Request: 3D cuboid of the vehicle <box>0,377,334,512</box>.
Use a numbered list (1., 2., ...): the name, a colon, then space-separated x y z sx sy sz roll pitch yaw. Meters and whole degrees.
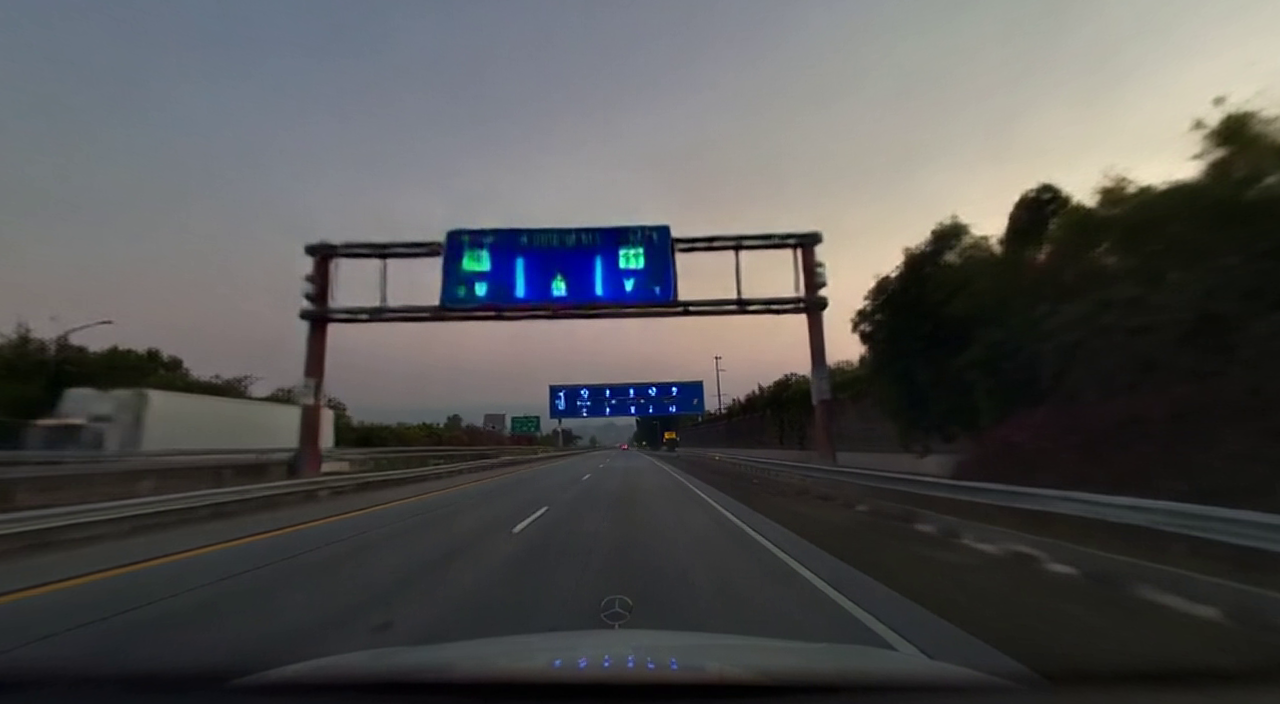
1. vehicle: -17.290 3.649 25.159 3.238 3.929 13.277 -1 -8 1
